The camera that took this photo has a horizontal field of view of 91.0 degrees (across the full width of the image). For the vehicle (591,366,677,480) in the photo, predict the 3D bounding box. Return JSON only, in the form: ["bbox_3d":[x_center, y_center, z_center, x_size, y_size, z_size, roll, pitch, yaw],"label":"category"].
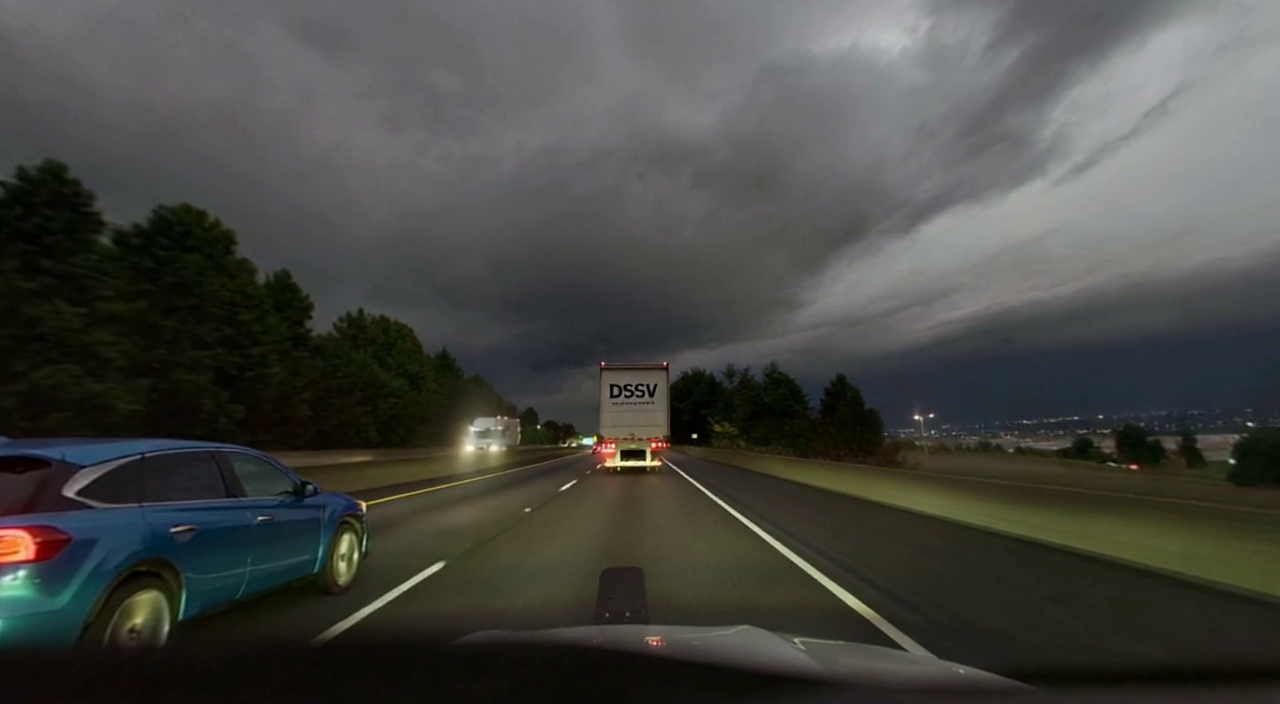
[{"bbox_3d":[-0.366,3.177,26.962,2.969,3.957,10.270,0,-8,-2],"label":"vehicle"}]
